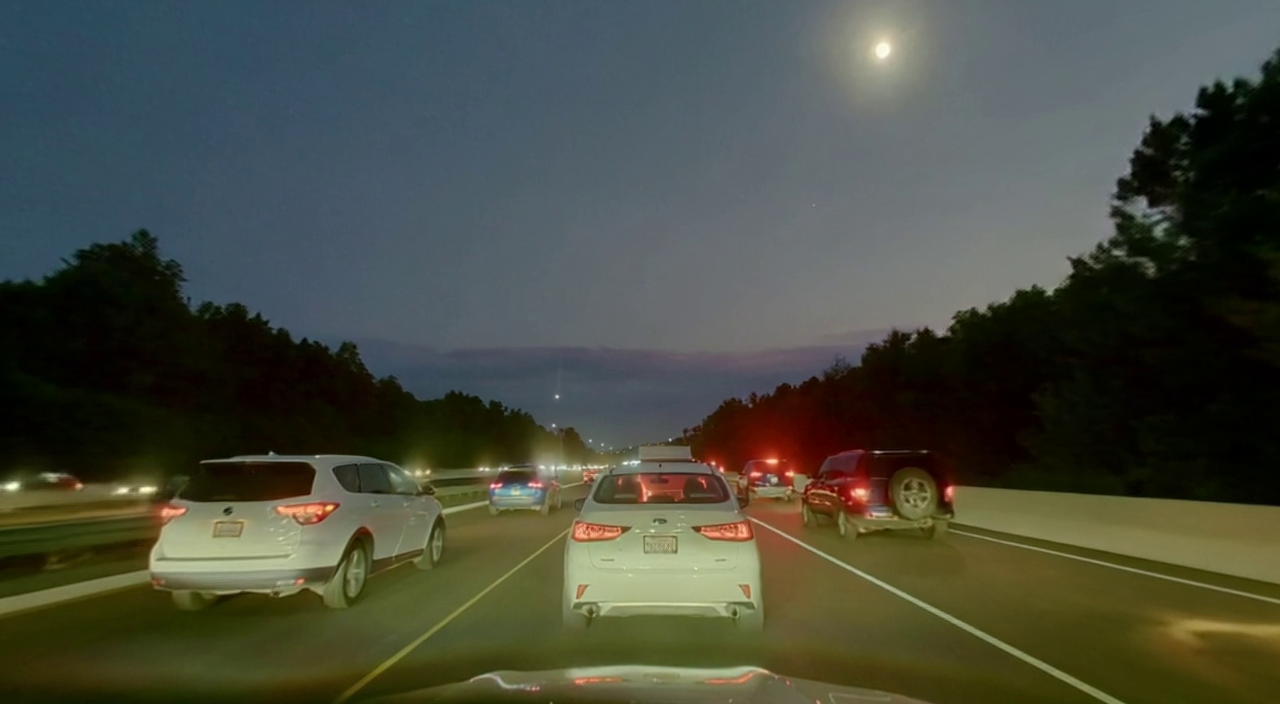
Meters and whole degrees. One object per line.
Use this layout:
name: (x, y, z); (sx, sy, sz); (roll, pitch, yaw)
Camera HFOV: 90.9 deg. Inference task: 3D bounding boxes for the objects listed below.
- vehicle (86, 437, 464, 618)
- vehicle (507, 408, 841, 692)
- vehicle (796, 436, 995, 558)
vehicle: (-3.854, 1.958, 7.795); (1.994, 1.556, 4.263); (0, -11, 1)
vehicle: (0.219, 1.608, 6.062); (2.057, 1.725, 4.126); (1, -11, 0)
vehicle: (4.569, 2.691, 12.136); (1.984, 1.876, 4.287); (1, -11, 0)
